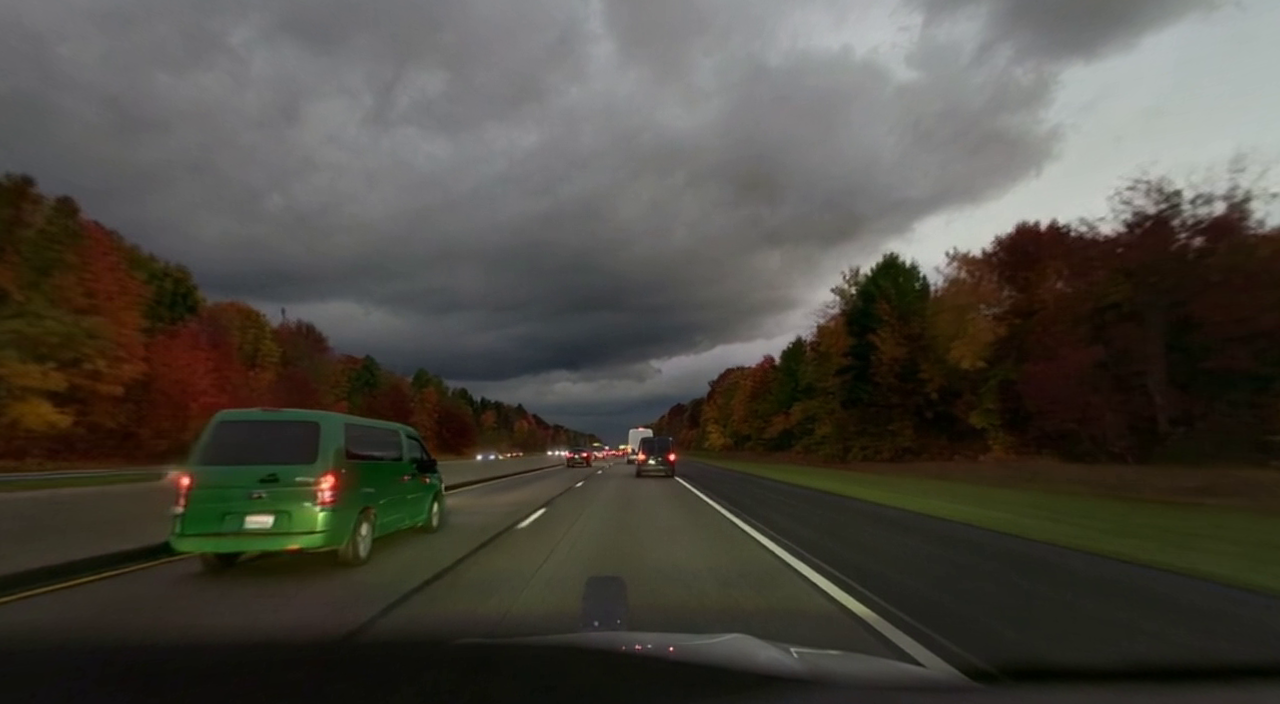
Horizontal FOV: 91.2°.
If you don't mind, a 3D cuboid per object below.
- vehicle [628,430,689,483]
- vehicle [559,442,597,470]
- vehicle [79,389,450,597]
[{"bbox_3d":[0.648,4.279,25.825,2.179,1.930,4.538,0,-9,-2],"label":"vehicle"},{"bbox_3d":[-4.013,6.779,40.948,2.088,1.688,4.365,0,-9,-1],"label":"vehicle"},{"bbox_3d":[-3.865,1.523,7.481,2.021,1.790,3.907,0,-9,-1],"label":"vehicle"}]
